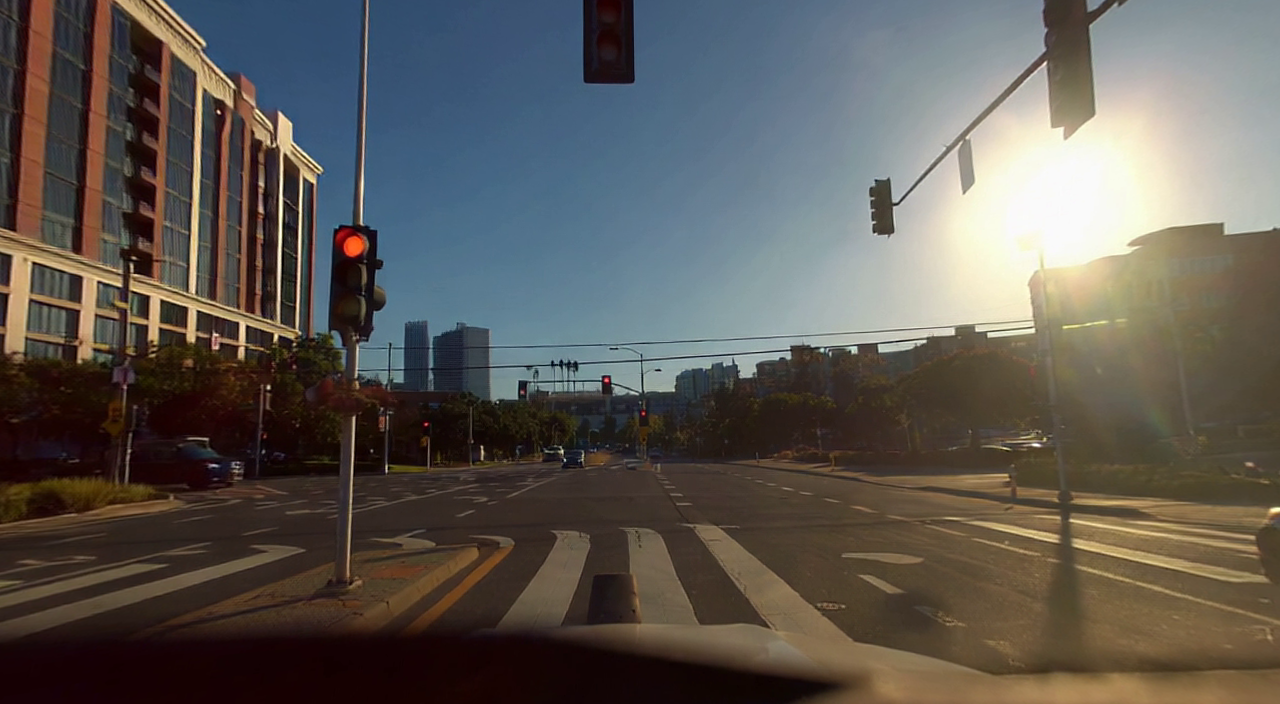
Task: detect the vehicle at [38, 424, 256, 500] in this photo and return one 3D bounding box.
[{"bbox_3d":[-21.573,4.827,27.792,7.088,3.096,2.678,0,-9,-3],"label":"vehicle"}]

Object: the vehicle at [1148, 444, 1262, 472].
[{"bbox_3d":[33.362,6.274,37.098,4.736,1.542,1.966,0,-9,0],"label":"vehicle"}]
